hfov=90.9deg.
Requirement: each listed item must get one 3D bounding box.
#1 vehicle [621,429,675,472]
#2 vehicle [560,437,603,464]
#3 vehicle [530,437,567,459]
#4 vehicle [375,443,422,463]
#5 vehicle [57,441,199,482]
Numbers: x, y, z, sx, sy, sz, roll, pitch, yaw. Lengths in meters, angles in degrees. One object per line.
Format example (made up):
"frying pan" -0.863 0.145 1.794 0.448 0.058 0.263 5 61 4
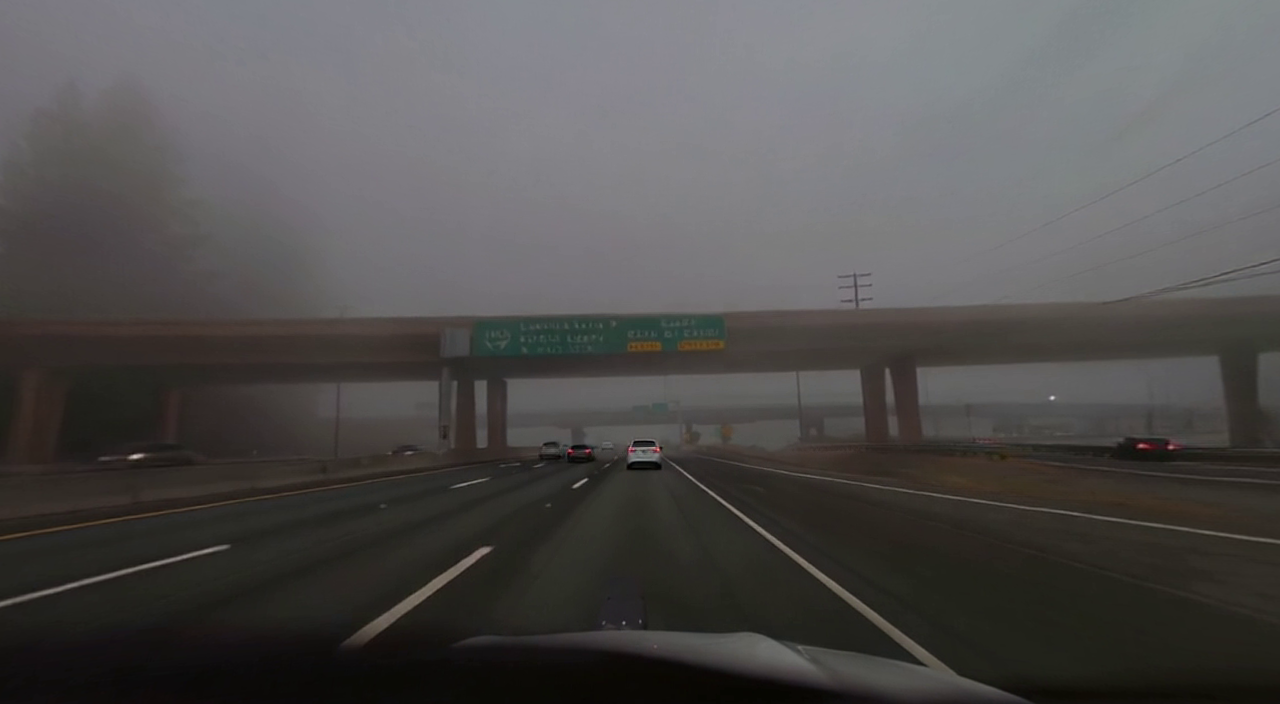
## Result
"vehicle" 0.290 4.222 27.125 2.152 1.697 4.066 0 -8 0
"vehicle" -3.363 5.773 37.125 2.056 1.464 4.564 0 -8 1
"vehicle" -7.206 7.578 49.990 2.139 1.653 4.614 0 -8 2
"vehicle" -17.728 7.416 46.500 1.760 1.433 4.294 0 -8 1
"vehicle" -21.309 4.536 26.572 1.912 1.545 4.794 0 -8 1
